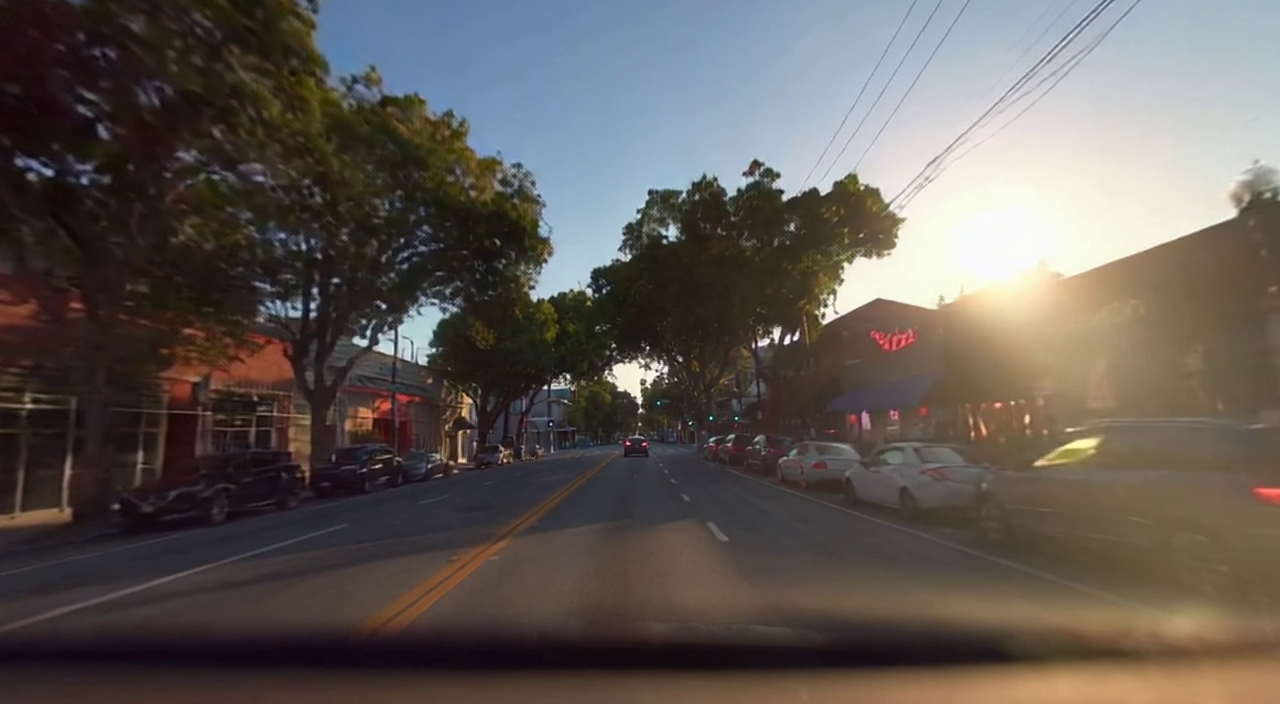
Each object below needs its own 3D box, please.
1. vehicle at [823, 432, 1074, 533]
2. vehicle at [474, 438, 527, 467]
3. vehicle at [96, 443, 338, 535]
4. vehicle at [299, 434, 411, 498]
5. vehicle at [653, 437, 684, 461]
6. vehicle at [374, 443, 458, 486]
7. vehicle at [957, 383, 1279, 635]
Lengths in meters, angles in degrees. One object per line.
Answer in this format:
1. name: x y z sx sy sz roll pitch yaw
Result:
1. vehicle: 5.415 2.345 12.137 2.163 1.484 5.019 0 -8 -2
2. vehicle: -9.665 7.060 44.283 2.305 1.883 5.580 -1 -9 1
3. vehicle: -9.906 3.182 15.615 2.081 1.819 5.607 -1 -8 0
4. vehicle: -10.075 4.042 22.824 2.020 2.013 4.758 0 -8 -3
5. vehicle: 1.997 6.907 45.212 1.998 1.580 4.015 0 -8 -1
6. vehicle: -10.082 5.058 28.962 1.988 1.718 5.661 0 -8 -2
7. vehicle: 5.587 1.385 6.368 2.042 1.787 5.110 -1 -8 -1
